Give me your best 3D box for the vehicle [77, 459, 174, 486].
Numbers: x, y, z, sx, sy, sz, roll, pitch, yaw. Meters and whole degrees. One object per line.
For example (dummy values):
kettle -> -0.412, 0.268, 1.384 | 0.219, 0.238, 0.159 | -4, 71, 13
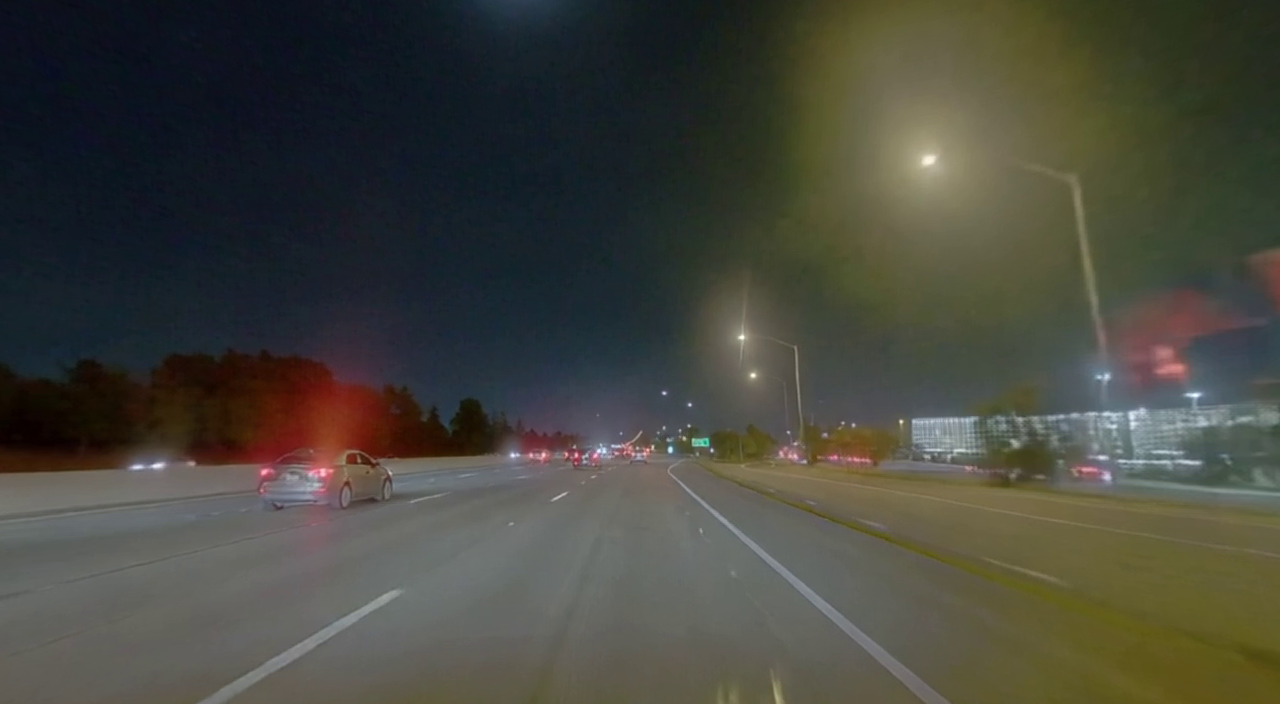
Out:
vehicle -> -31.464, 7.351, 38.700 | 1.844, 1.489, 4.745 | -1, -9, 2

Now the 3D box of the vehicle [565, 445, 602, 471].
vehicle -> -3.898, 7.445, 44.492 | 2.158, 1.717, 4.375 | -1, -9, 1

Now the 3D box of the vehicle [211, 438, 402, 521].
vehicle -> -7.660, 2.943, 15.130 | 2.071, 1.661, 4.540 | 0, -9, 1
